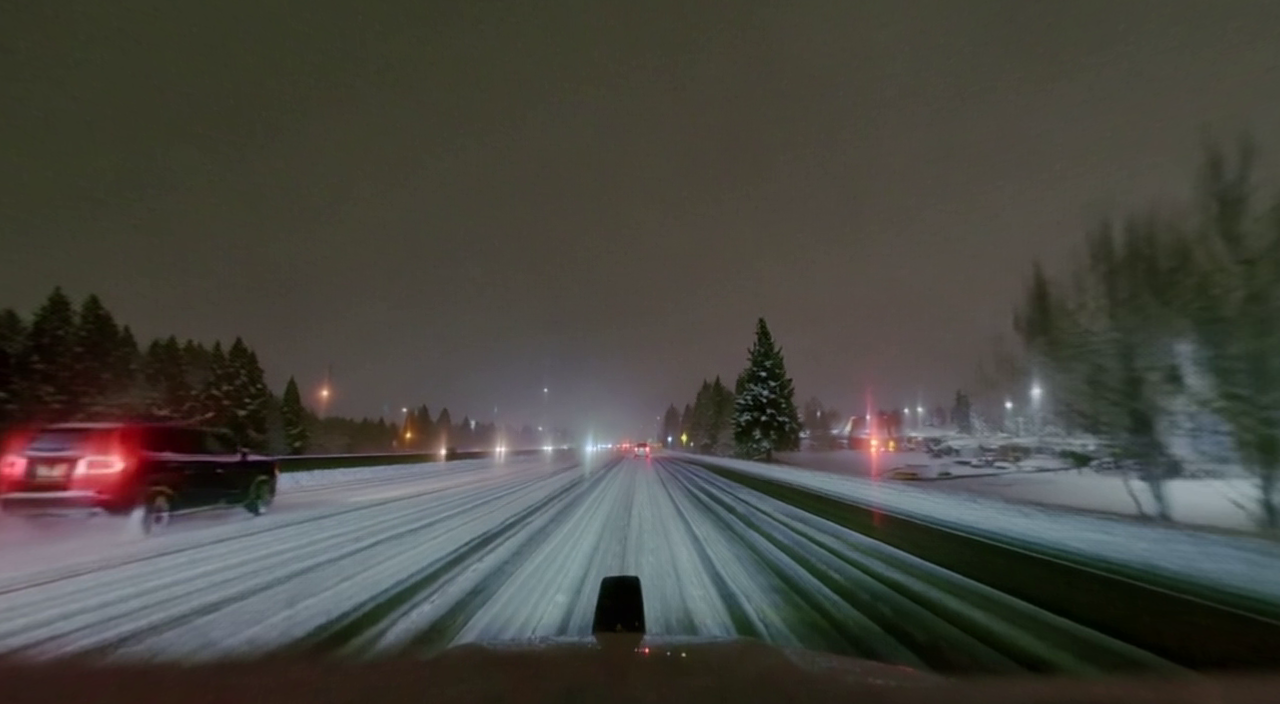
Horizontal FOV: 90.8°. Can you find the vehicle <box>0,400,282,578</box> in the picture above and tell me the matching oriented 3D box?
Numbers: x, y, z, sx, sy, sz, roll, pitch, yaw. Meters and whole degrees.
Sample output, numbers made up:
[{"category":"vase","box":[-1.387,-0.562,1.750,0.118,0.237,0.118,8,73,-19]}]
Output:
[{"category":"vehicle","box":[-7.479,1.740,8.859,2.032,1.808,4.776,0,-8,1]}]

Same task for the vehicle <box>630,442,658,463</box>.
[{"category":"vehicle","box":[0.281,7.742,48.789,2.021,1.528,4.154,0,-8,-1]}]
